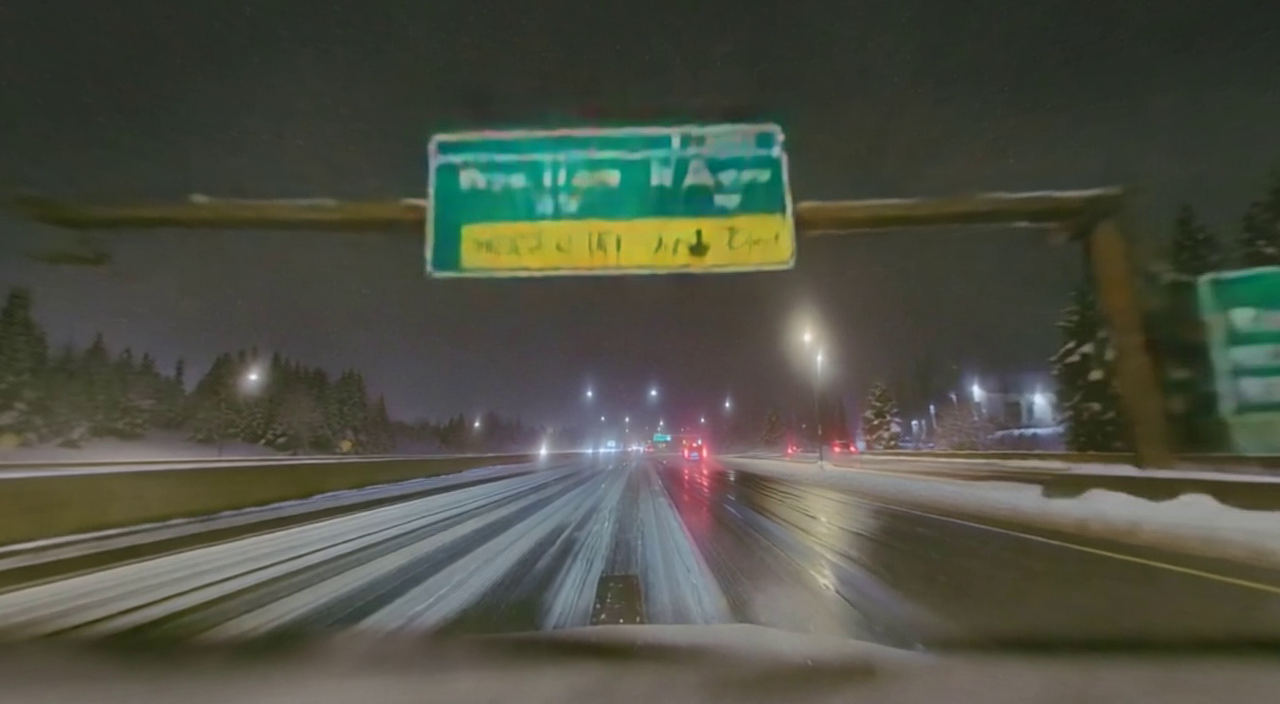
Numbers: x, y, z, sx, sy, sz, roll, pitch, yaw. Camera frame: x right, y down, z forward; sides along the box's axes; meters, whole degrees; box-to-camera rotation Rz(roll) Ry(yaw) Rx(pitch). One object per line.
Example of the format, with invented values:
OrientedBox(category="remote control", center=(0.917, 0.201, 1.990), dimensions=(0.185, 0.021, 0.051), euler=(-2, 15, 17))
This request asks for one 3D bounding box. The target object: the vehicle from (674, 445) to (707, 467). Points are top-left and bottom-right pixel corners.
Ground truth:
OrientedBox(category="vehicle", center=(3.653, 7.680, 46.574), dimensions=(2.033, 1.501, 4.398), euler=(0, -9, -1))
